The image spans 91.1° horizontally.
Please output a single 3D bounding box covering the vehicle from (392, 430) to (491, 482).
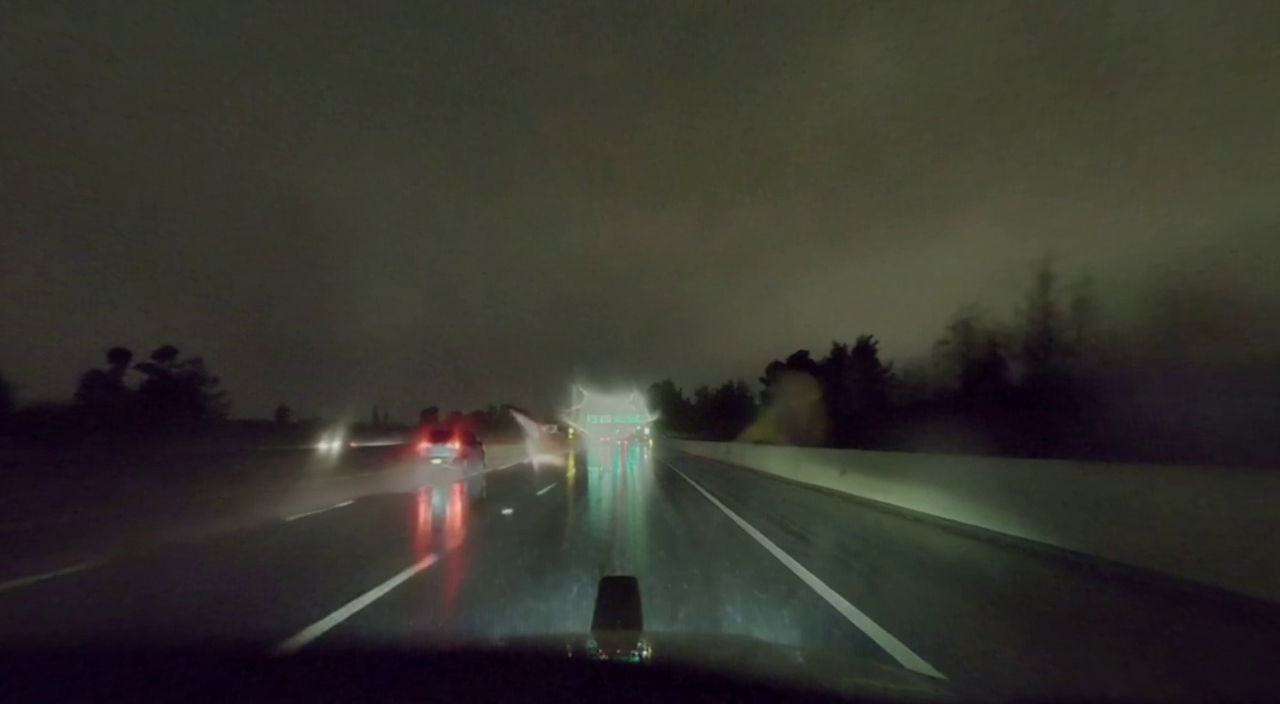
[{"bbox_3d":[-7.004,3.694,22.794,2.111,1.662,4.630,0,-8,0],"label":"vehicle"}]
